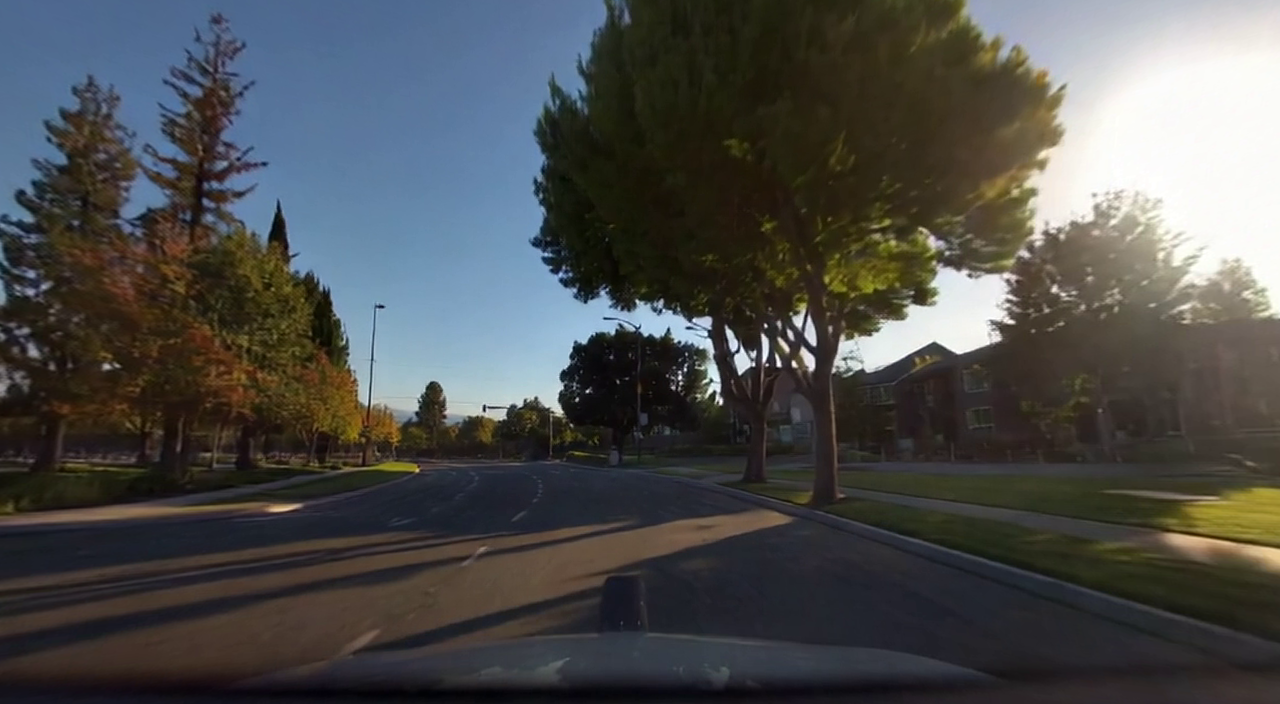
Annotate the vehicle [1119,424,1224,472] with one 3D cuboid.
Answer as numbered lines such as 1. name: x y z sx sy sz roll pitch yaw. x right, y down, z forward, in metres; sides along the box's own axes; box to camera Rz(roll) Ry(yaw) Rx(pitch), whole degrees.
1. vehicle: 31.972 5.778 38.139 2.572 2.692 3.848 3 -9 -19
